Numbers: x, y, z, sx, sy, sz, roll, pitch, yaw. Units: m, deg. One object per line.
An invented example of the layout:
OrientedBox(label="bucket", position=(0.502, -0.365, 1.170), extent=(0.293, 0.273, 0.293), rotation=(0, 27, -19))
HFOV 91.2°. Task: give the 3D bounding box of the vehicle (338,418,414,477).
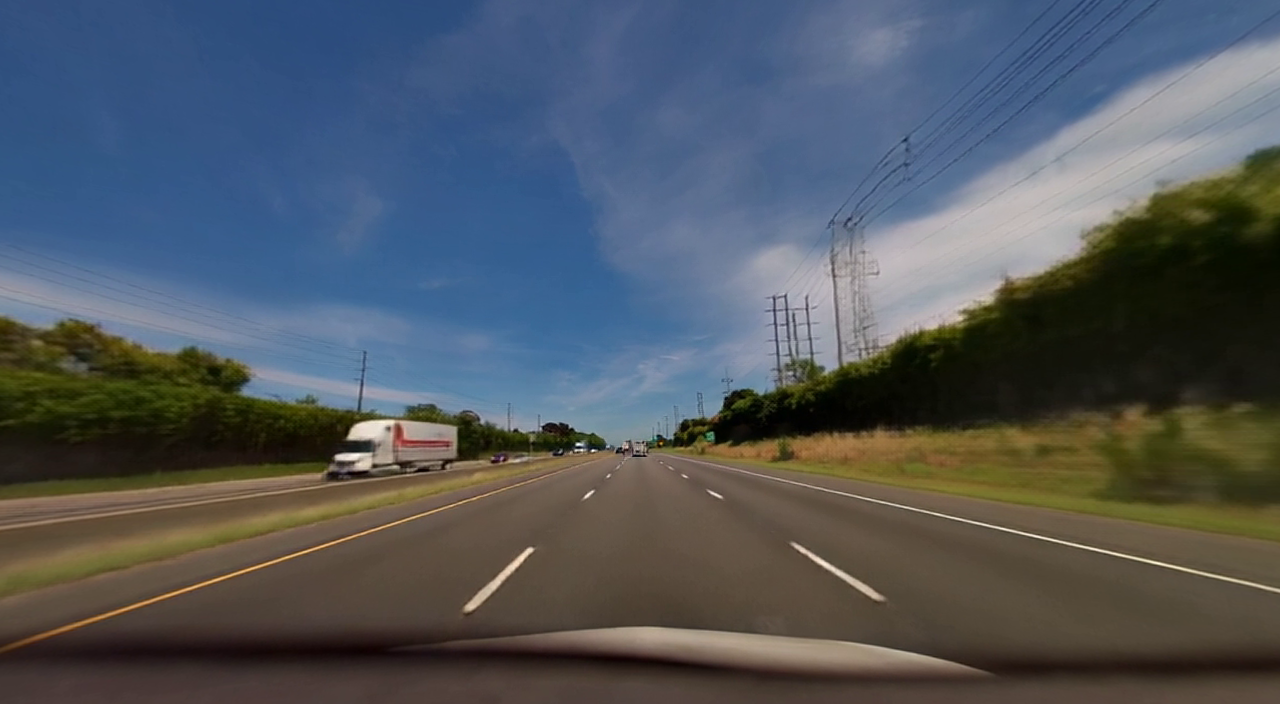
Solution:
OrientedBox(label="vehicle", position=(-19.661, 7.190, 47.200), extent=(2.916, 4.053, 6.083), rotation=(0, -9, 1))
